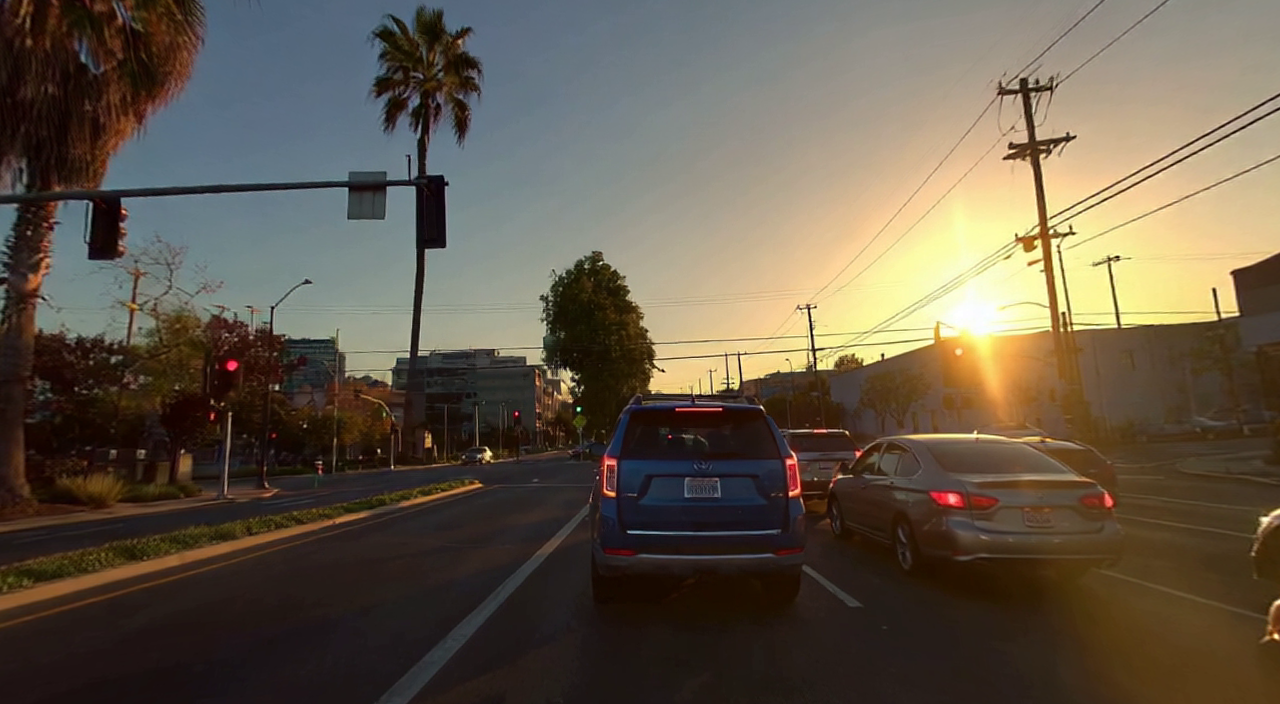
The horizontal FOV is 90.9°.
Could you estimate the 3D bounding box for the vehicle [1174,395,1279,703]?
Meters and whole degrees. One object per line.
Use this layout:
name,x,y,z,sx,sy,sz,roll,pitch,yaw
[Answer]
vehicle,3.359,0.645,0.663,1.805,1.485,4.348,0,-9,1

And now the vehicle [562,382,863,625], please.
vehicle,0.457,1.432,6.882,2.228,1.780,4.269,0,-9,-2

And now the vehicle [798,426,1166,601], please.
vehicle,3.438,1.686,7.514,1.895,1.456,4.255,0,-9,-2
